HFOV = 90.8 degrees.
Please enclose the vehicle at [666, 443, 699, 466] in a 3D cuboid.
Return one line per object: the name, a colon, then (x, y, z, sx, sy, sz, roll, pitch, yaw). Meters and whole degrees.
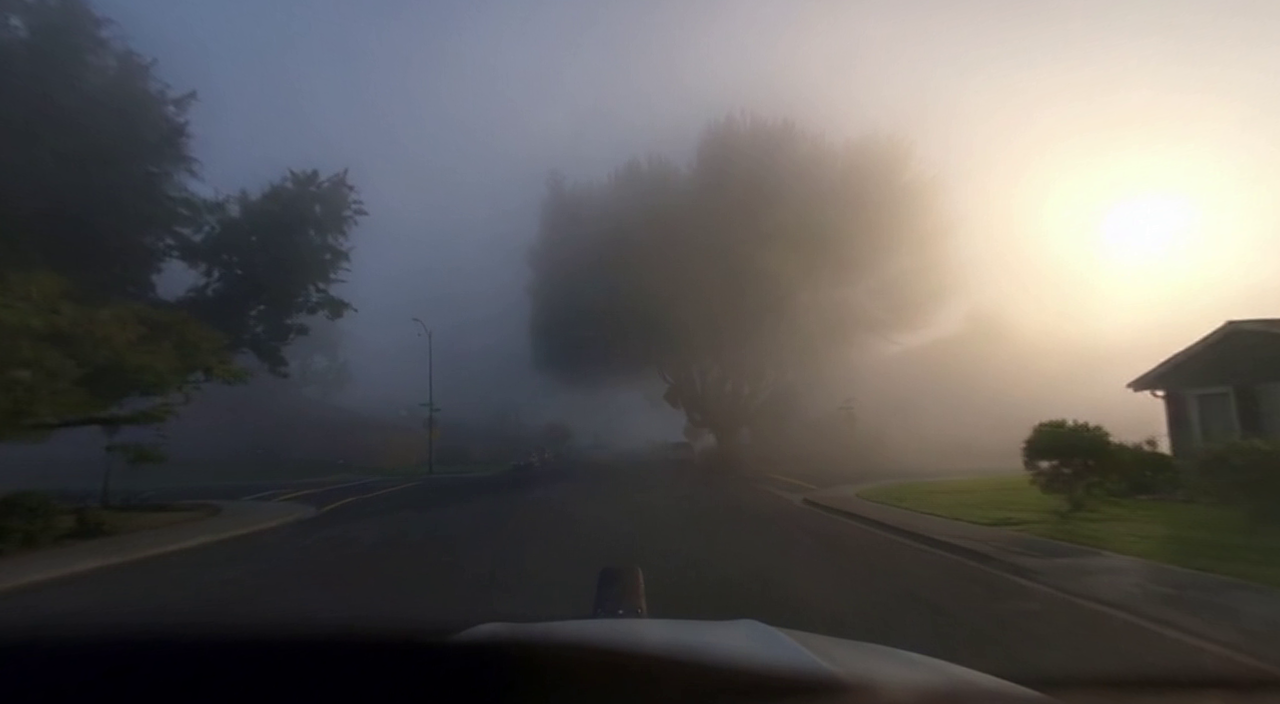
vehicle: (2.945, 7.245, 44.807, 1.881, 1.487, 4.183, 0, -8, -3)
